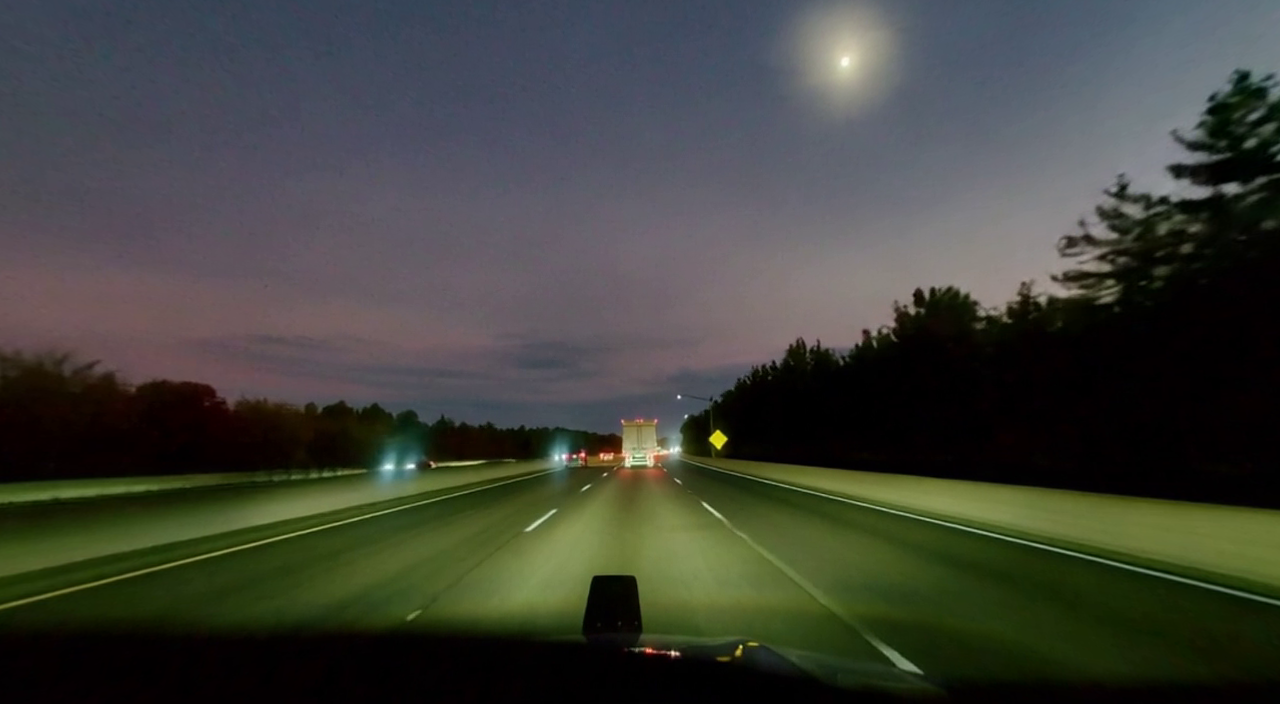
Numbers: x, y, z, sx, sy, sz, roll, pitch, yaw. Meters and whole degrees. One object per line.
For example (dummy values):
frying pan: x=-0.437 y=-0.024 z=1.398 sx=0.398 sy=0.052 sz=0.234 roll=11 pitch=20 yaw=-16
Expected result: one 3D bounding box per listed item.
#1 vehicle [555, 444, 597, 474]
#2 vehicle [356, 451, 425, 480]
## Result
vehicle: x=-3.798 y=6.392 z=37.659 sx=2.112 sy=1.645 sz=4.129 roll=0 pitch=-9 yaw=0
vehicle: x=-14.024 y=6.377 z=35.494 sx=1.898 sy=1.504 sz=4.710 roll=0 pitch=-9 yaw=1
